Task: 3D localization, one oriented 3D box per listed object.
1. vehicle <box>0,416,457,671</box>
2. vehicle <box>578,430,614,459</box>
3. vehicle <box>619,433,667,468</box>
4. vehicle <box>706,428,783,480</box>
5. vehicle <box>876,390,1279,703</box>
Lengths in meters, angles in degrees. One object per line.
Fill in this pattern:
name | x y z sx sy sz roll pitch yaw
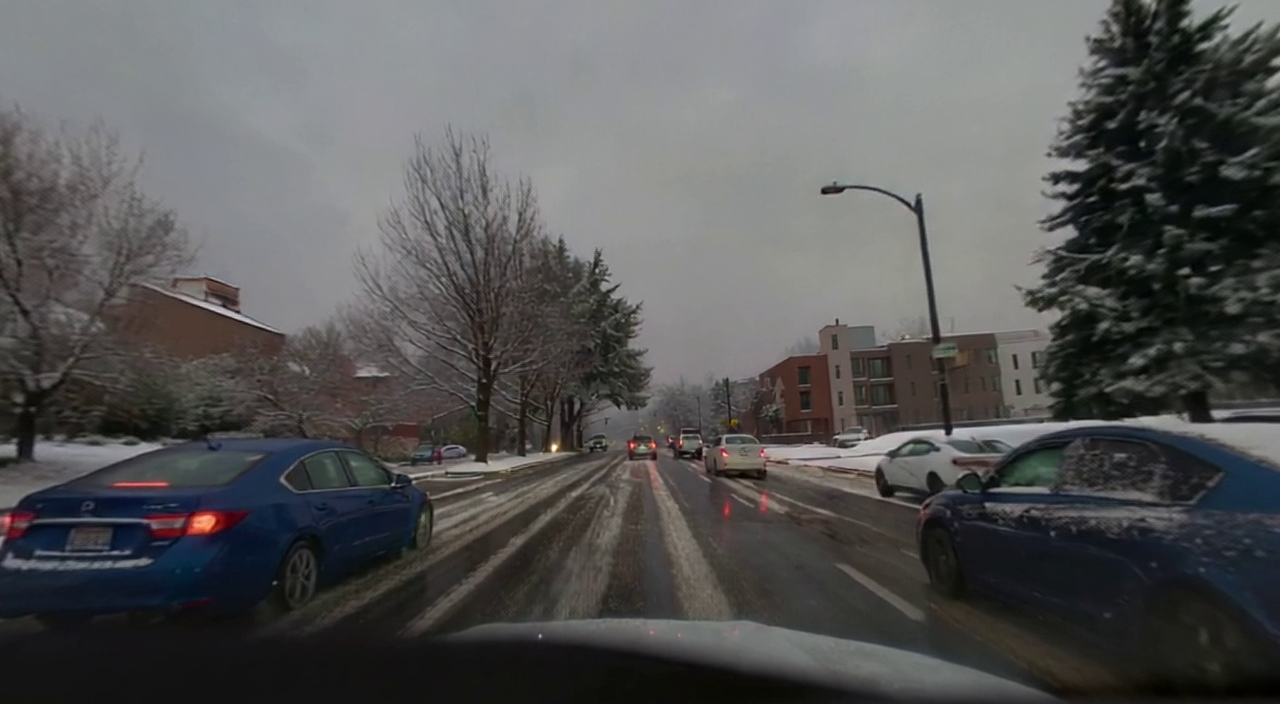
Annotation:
vehicle | -3.496 1.461 6.039 1.997 1.479 4.547 0 -8 1
vehicle | -3.310 7.110 48.154 2.246 2.062 5.123 0 -8 2
vehicle | 0.133 5.025 32.311 2.293 1.662 4.262 0 -8 0
vehicle | 3.648 3.667 22.773 2.019 1.675 4.488 0 -8 0
vehicle | 3.359 1.120 3.908 2.060 1.474 4.475 0 -8 0
